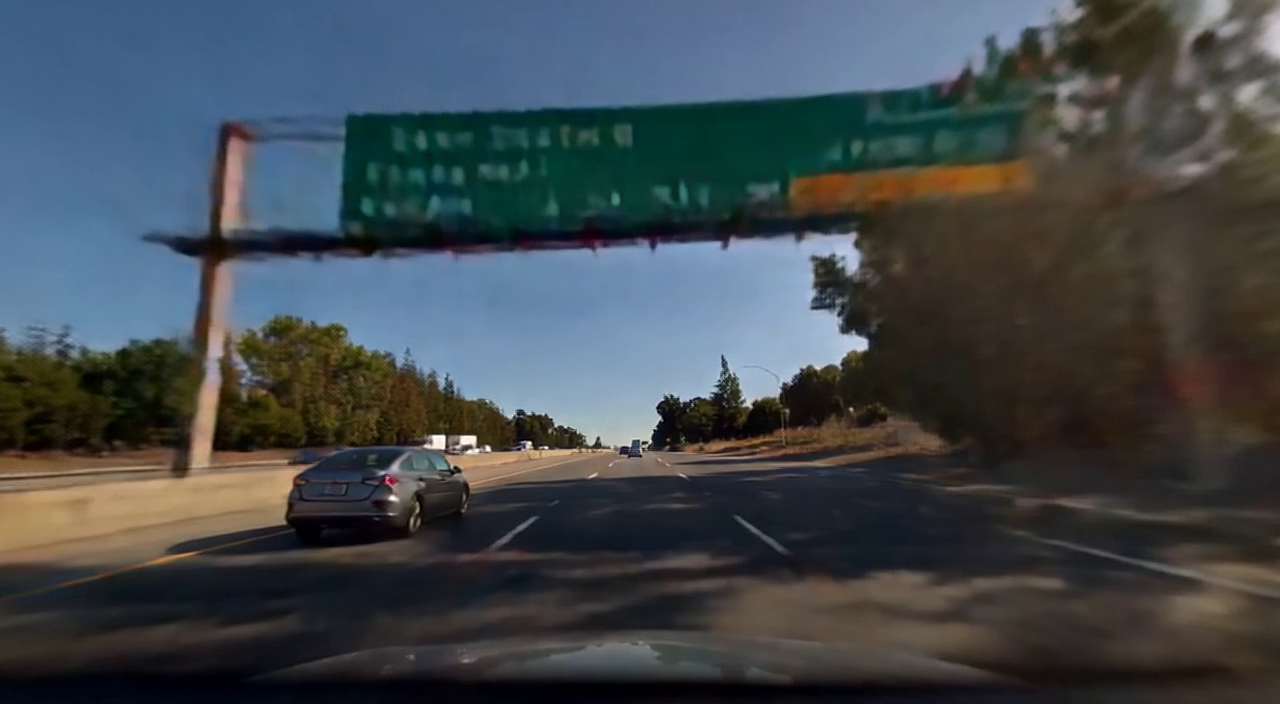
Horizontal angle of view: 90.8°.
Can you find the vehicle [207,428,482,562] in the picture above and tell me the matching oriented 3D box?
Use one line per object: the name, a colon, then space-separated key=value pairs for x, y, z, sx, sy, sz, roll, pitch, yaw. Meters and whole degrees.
vehicle: x=-4.007 y=2.002 z=9.590 sx=2.050 sy=1.547 sz=4.266 roll=0 pitch=-9 yaw=1
